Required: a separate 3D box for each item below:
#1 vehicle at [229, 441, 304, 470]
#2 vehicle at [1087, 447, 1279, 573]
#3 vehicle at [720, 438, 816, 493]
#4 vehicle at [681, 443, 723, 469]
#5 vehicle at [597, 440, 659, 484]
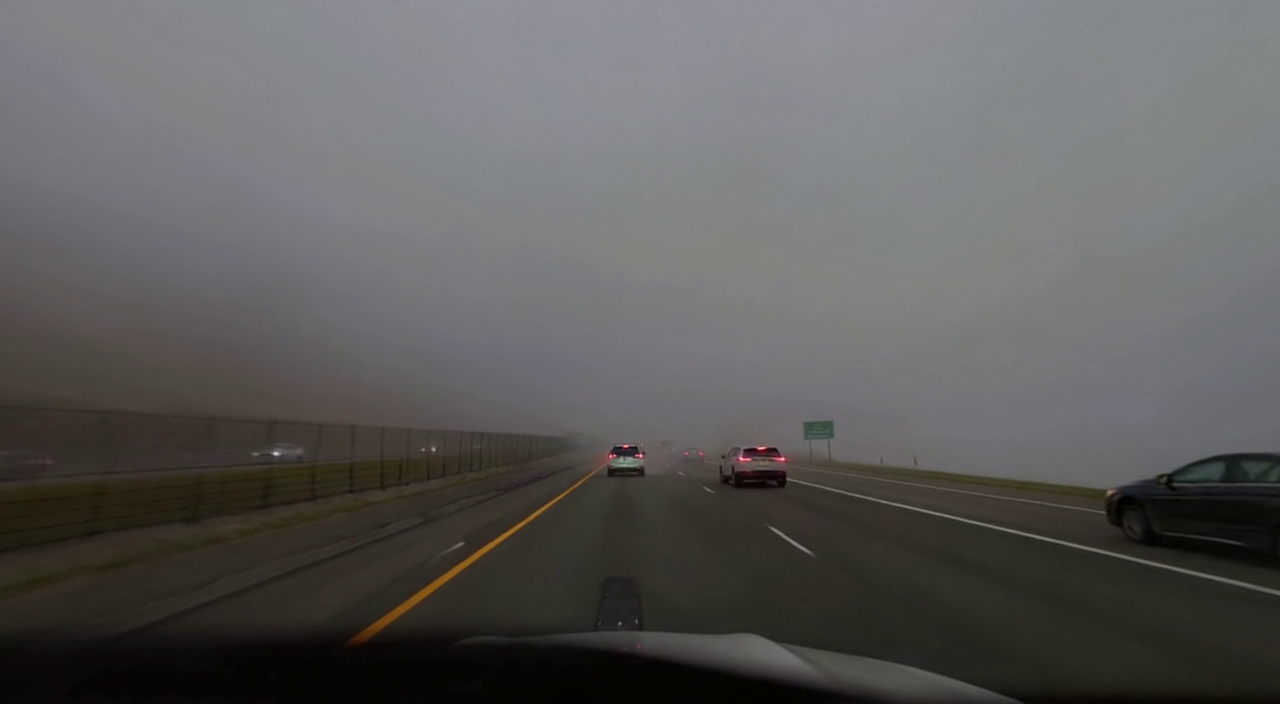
[{"bbox_3d":[-24.780,6.886,41.984,2.015,1.790,4.770,0,-9,0],"label":"vehicle"},{"bbox_3d":[7.649,1.726,7.071,1.910,1.303,4.462,0,-9,-1],"label":"vehicle"},{"bbox_3d":[3.793,3.440,19.483,1.949,1.493,4.272,0,-9,-2],"label":"vehicle"},{"bbox_3d":[3.622,6.145,37.528,1.957,1.447,4.241,0,-9,-1],"label":"vehicle"},{"bbox_3d":[-0.441,3.980,22.994,2.085,1.449,3.860,0,-9,-1],"label":"vehicle"}]
